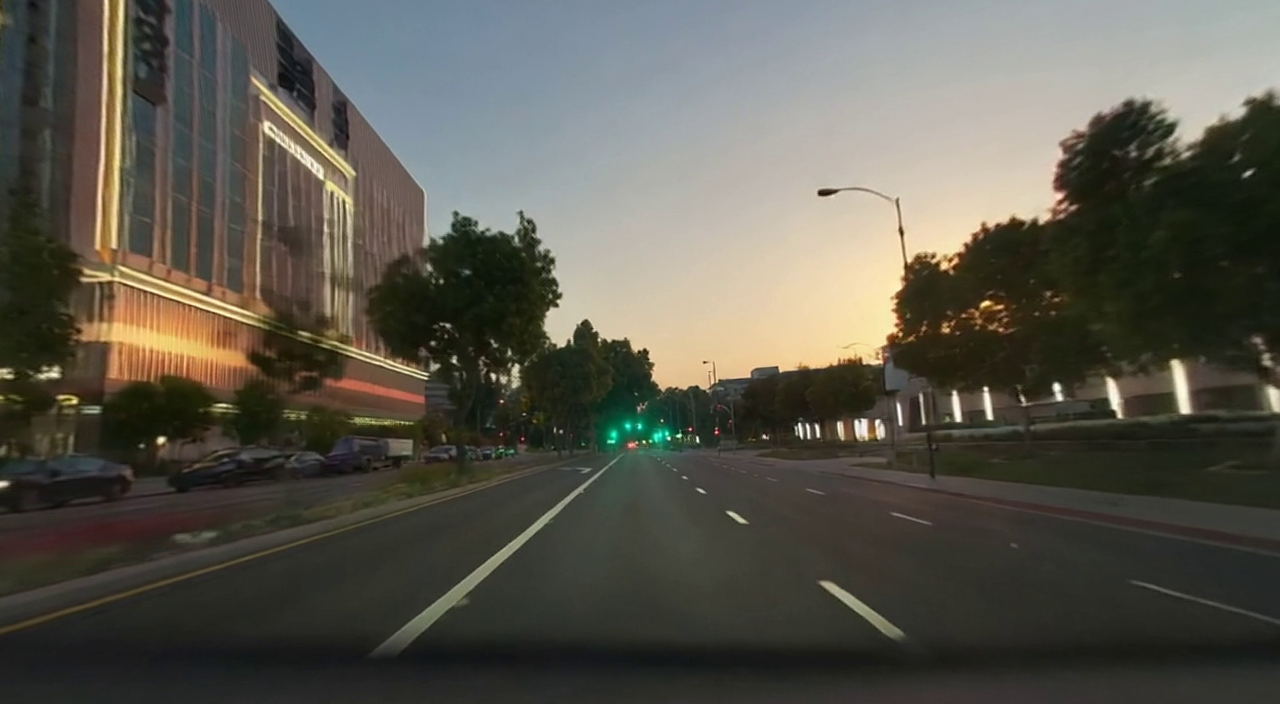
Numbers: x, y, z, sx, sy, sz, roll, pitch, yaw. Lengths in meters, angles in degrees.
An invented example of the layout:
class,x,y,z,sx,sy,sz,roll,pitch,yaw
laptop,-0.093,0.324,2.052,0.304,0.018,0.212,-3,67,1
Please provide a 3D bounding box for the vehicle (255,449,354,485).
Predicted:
class,x,y,z,sx,sy,sz,roll,pitch,yaw
vehicle,-15.470,5.287,29.511,1.929,1.471,4.919,0,-8,0

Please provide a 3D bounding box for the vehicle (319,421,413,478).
class,x,y,z,sx,sy,sz,roll,pitch,yaw
vehicle,-15.407,5.562,36.101,2.335,2.896,6.785,-1,-9,0

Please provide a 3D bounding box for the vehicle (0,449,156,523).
class,x,y,z,sx,sy,sz,roll,pitch,yaw
vehicle,-15.442,3.372,16.490,1.892,1.624,4.645,0,-8,0

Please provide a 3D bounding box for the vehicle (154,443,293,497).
class,x,y,z,sx,sy,sz,roll,pitch,yaw
vehicle,-15.398,4.351,23.806,1.989,1.747,5.019,-1,-8,-2
